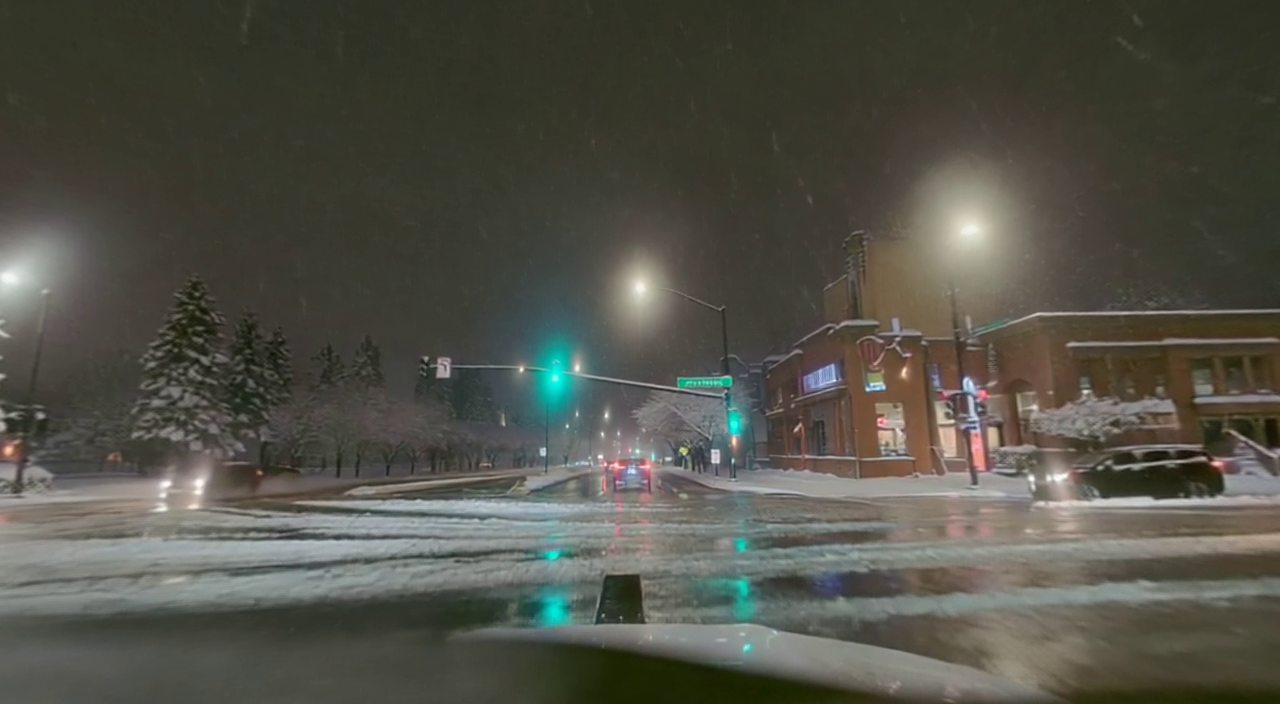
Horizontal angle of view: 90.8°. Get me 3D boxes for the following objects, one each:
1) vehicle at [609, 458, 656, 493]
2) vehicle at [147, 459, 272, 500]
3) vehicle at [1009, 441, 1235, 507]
[{"bbox_3d":[-0.297,5.877,30.231,2.115,1.461,3.976,0,-8,1],"label":"vehicle"},{"bbox_3d":[-18.316,5.418,27.217,1.925,1.497,4.788,0,-8,1],"label":"vehicle"},{"bbox_3d":[14.464,3.656,19.205,5.174,1.878,2.000,0,-8,-1],"label":"vehicle"}]
